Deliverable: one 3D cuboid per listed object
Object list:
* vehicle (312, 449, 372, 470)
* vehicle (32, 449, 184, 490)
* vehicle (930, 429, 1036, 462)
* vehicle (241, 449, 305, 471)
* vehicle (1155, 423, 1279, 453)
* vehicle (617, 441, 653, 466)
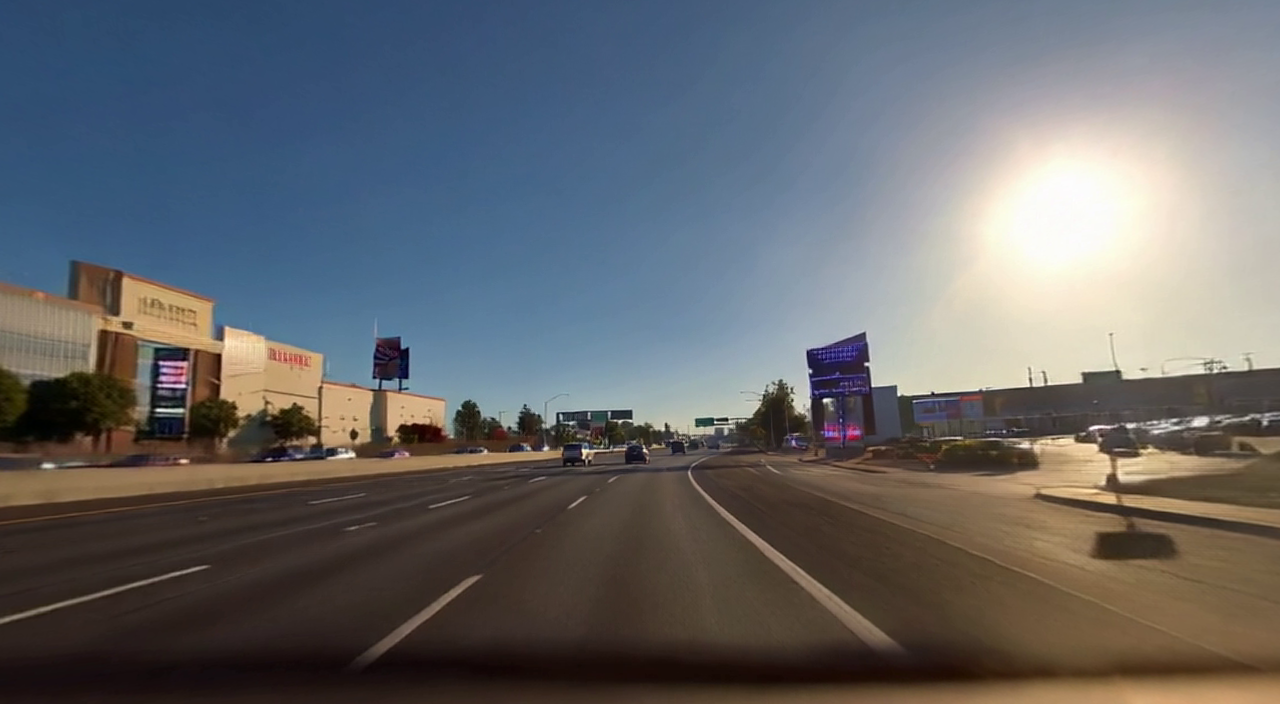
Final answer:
[{"bbox_3d":[-22.460,8.097,47.812,1.902,1.462,4.579,-1,-9,7],"label":"vehicle"},{"bbox_3d":[-21.256,4.686,25.569,1.897,1.444,4.685,-1,-9,3],"label":"vehicle"},{"bbox_3d":[18.084,4.959,33.570,4.577,1.460,1.937,-6,-9,20],"label":"vehicle"},{"bbox_3d":[-26.519,7.802,45.807,1.854,1.526,4.216,-1,-9,6],"label":"vehicle"},{"bbox_3d":[30.476,4.609,33.377,4.650,1.484,1.920,-5,-10,26],"label":"vehicle"},{"bbox_3d":[-0.299,7.494,46.764,2.139,1.782,4.079,-1,-9,7],"label":"vehicle"}]
